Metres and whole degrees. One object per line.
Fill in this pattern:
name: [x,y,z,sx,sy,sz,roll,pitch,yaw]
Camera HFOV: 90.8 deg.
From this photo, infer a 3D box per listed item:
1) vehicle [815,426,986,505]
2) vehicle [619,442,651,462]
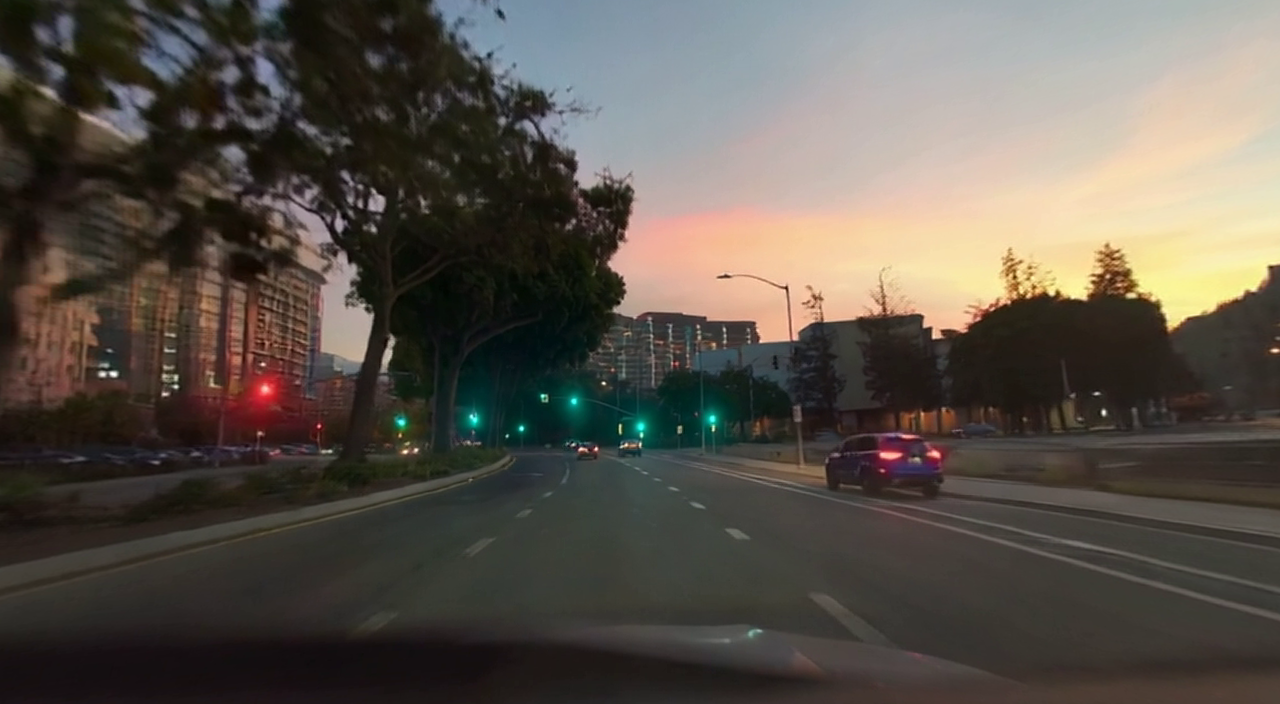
vehicle: [6.164,2.740,15.755,2.042,1.635,4.858,0,-8,-2]
vehicle: [-0.412,7.758,49.110,1.918,1.479,4.468,1,-8,-8]
